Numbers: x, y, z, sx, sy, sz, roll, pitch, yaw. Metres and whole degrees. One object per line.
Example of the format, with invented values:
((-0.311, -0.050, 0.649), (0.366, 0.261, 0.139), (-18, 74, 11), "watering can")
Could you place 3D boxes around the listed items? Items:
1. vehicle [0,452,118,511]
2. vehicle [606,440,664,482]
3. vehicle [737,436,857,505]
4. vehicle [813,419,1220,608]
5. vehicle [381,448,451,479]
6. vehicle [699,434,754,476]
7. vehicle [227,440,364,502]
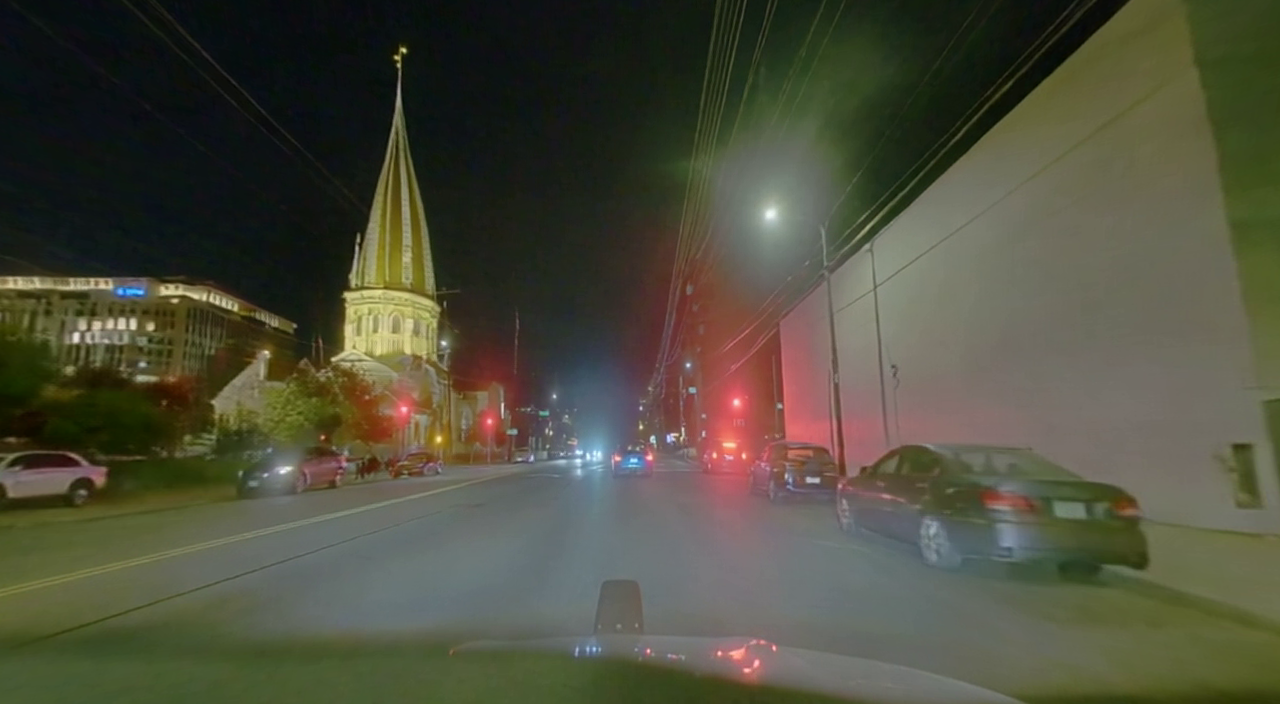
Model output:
((-18.246, 3.790, 18.268), (4.564, 1.503, 2.081), (-4, -9, 2), "vehicle")
((-0.215, 4.134, 24.336), (2.049, 1.453, 4.299), (0, -8, -1), "vehicle")
((3.883, 2.981, 16.356), (2.003, 1.524, 3.868), (0, -8, -2), "vehicle")
((3.783, 1.686, 7.598), (1.944, 1.530, 4.539), (2, -8, -3), "vehicle")
((-11.970, 5.980, 34.143), (1.980, 1.502, 4.655), (0, -8, 1), "vehicle")
((3.914, 4.752, 29.359), (2.015, 1.780, 4.261), (0, -8, 1), "vehicle")
((-12.175, 4.191, 22.845), (2.071, 1.814, 5.185), (-5, -8, 0), "vehicle")
